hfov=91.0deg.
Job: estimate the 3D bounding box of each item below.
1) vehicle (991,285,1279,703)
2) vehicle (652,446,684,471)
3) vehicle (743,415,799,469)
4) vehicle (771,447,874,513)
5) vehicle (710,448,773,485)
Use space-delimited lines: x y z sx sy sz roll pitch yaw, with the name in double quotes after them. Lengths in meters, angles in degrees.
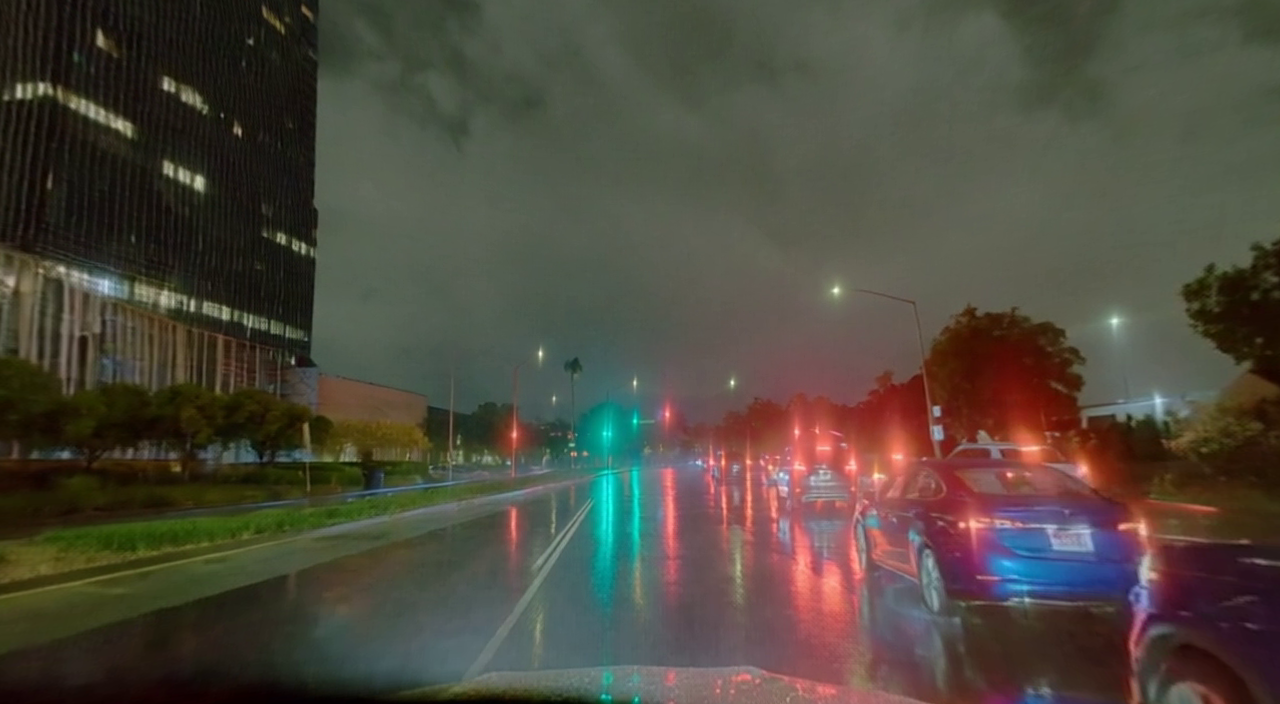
2.491 0.571 0.670 2.092 1.703 4.870 -1 -9 9 "vehicle"
2.126 7.843 46.594 2.121 1.728 4.161 -1 -9 6 "vehicle"
9.883 7.064 49.120 3.128 3.616 13.736 -1 -9 7 "vehicle"
5.058 3.551 18.178 2.089 1.609 4.922 -1 -9 7 "vehicle"
4.607 5.262 29.247 2.183 1.553 3.923 0 -9 -1 "vehicle"
